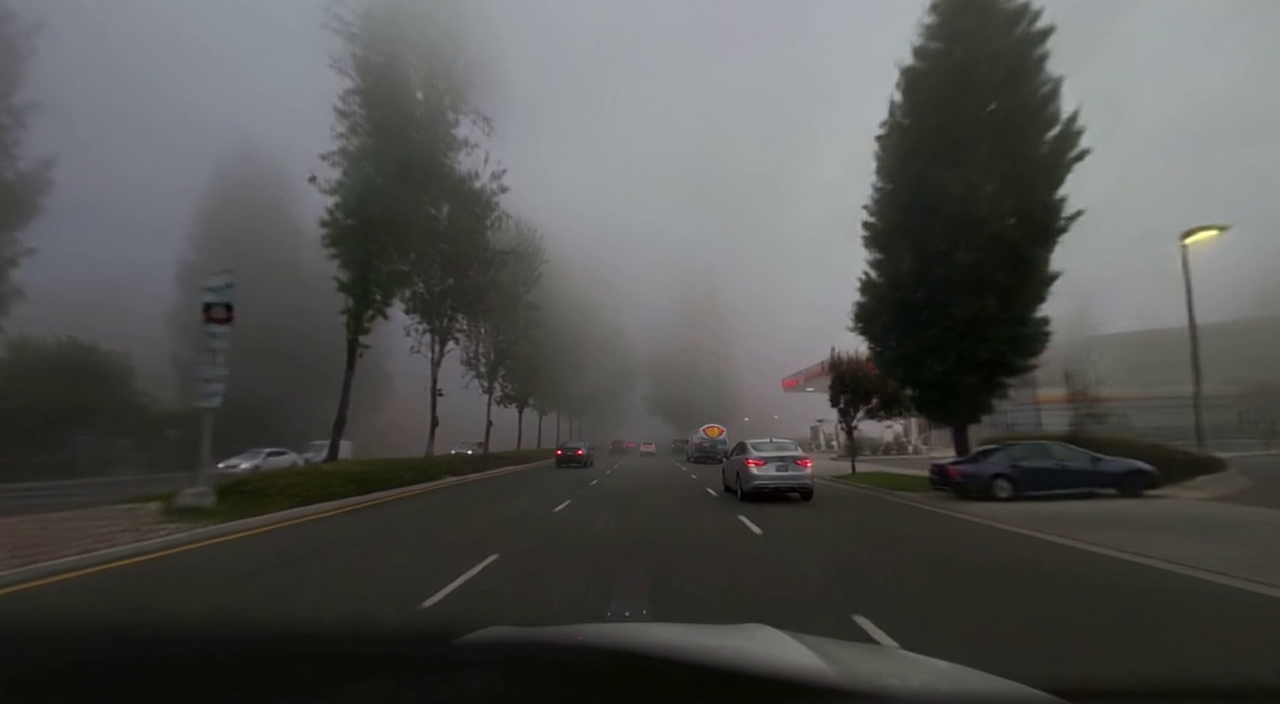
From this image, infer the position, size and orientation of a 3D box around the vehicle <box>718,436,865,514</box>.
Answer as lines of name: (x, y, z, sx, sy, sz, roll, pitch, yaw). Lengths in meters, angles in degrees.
vehicle: (3.189, 2.711, 14.433, 2.095, 1.475, 4.686, 0, -8, -1)

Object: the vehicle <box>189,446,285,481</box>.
vehicle: (-21.256, 5.882, 33.476, 1.957, 1.702, 4.544, 0, -8, 2)

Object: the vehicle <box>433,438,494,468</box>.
vehicle: (-11.098, 6.418, 40.091, 2.141, 1.751, 5.451, 0, -8, 1)

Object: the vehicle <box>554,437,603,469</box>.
vehicle: (-3.446, 5.752, 35.983, 2.250, 1.713, 4.422, 0, -8, 1)

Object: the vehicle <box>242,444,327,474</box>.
vehicle: (-24.293, 7.304, 43.398, 2.341, 1.896, 5.876, 0, -8, 1)

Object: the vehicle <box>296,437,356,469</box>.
vehicle: (-24.282, 7.835, 48.979, 2.254, 2.335, 4.297, 0, -8, 2)

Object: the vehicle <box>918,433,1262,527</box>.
vehicle: (7.608, 2.197, 11.269, 4.514, 1.425, 1.937, -2, -9, 15)

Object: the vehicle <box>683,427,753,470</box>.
vehicle: (4.256, 5.450, 35.769, 3.245, 2.199, 6.295, 0, -8, 1)
